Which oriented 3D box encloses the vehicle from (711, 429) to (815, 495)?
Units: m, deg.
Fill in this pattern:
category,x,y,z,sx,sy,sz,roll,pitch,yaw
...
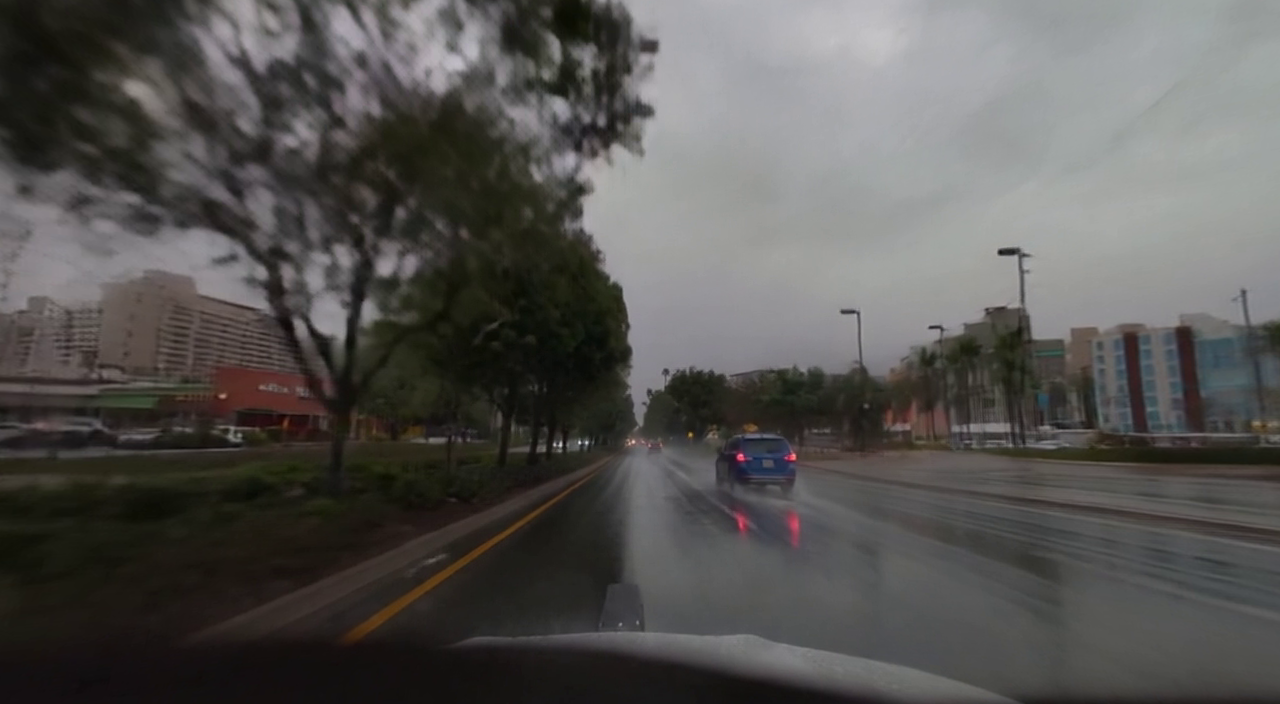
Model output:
category,x,y,z,sx,sy,sz,roll,pitch,yaw
vehicle,3.431,3.162,18.527,2.072,1.696,4.177,0,-9,-2
